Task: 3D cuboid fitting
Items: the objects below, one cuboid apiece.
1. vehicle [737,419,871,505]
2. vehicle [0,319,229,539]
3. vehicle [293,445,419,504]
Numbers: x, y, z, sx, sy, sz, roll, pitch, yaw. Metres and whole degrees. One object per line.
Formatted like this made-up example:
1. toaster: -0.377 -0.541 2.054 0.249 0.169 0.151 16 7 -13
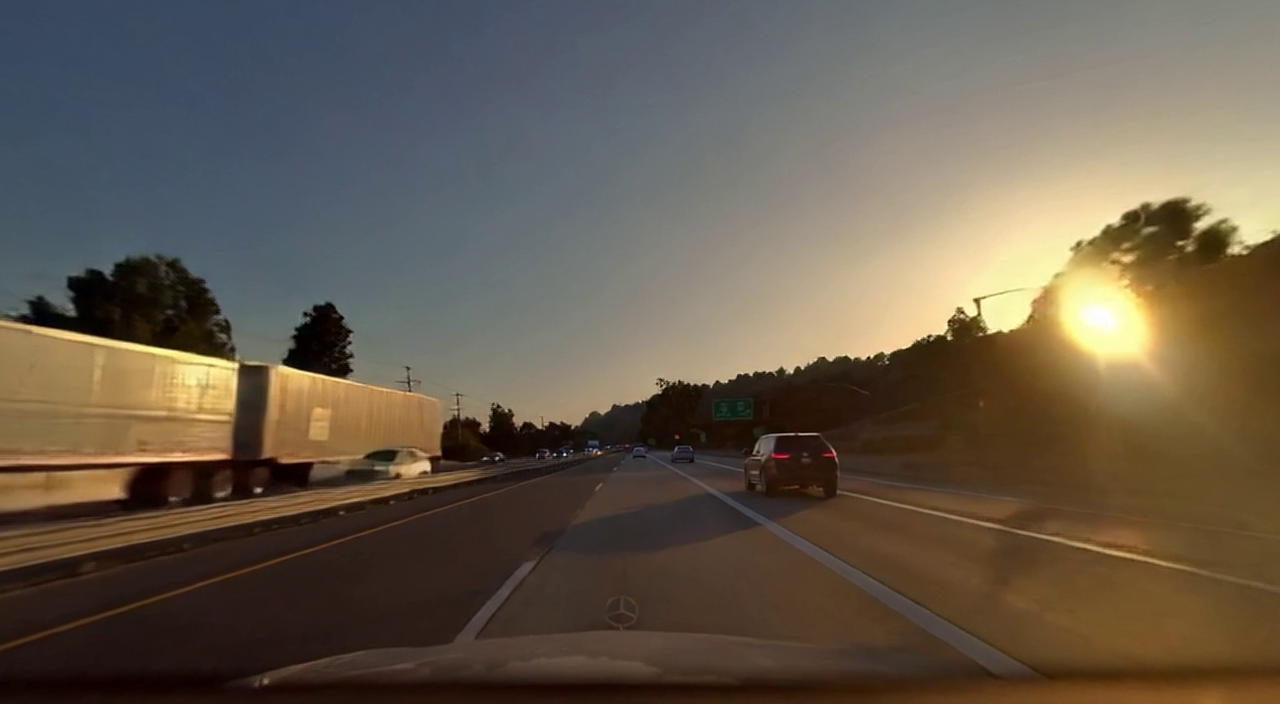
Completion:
1. vehicle: 4.119 2.901 16.856 2.177 1.914 5.245 0 -9 0
2. vehicle: -13.619 1.408 11.476 2.965 4.111 13.756 0 -9 -1
3. vehicle: -9.088 3.931 20.545 2.088 1.678 4.314 0 -9 0
